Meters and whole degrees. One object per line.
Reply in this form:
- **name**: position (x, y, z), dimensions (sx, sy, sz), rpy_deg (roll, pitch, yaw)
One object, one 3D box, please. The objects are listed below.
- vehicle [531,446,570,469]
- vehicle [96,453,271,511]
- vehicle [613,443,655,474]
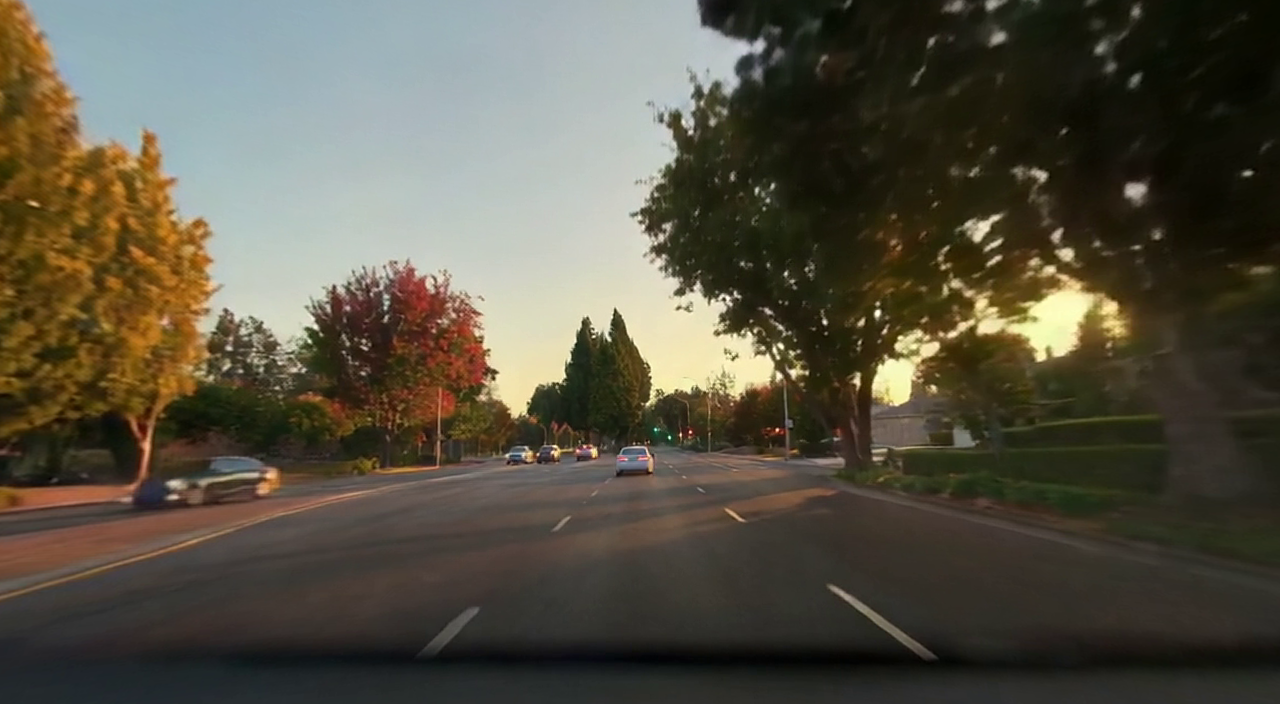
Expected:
- **vehicle**: position (-6.039, 7.172, 42.918), dimensions (2.014, 1.472, 4.357), rpy_deg (0, -9, 0)
- **vehicle**: position (-13.772, 3.911, 19.435), dimensions (1.949, 1.517, 4.459), rpy_deg (0, -9, 1)
- **vehicle**: position (-0.248, 5.667, 33.706), dimensions (2.106, 1.517, 4.375), rpy_deg (0, -9, 1)
